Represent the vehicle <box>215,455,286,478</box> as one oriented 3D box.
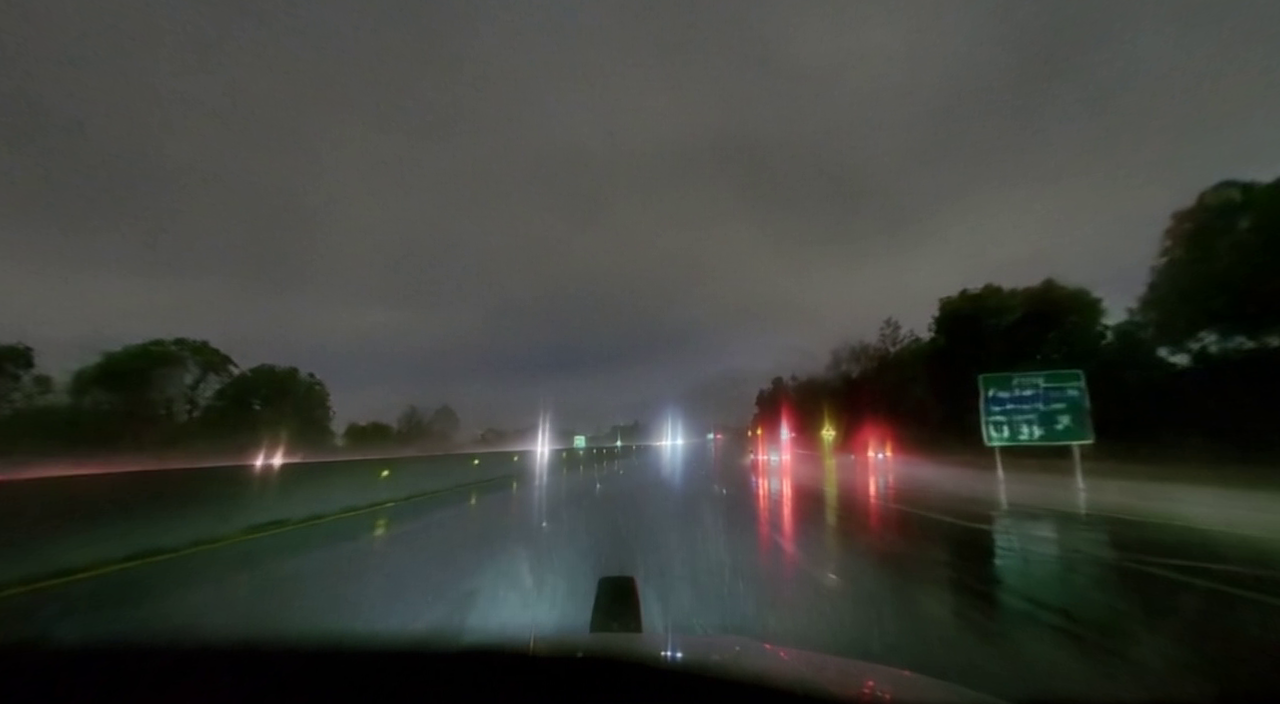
[{"bbox_3d":[-28.161,8.268,45.691,2.024,1.472,4.537,-1,-8,4],"label":"vehicle"}]
